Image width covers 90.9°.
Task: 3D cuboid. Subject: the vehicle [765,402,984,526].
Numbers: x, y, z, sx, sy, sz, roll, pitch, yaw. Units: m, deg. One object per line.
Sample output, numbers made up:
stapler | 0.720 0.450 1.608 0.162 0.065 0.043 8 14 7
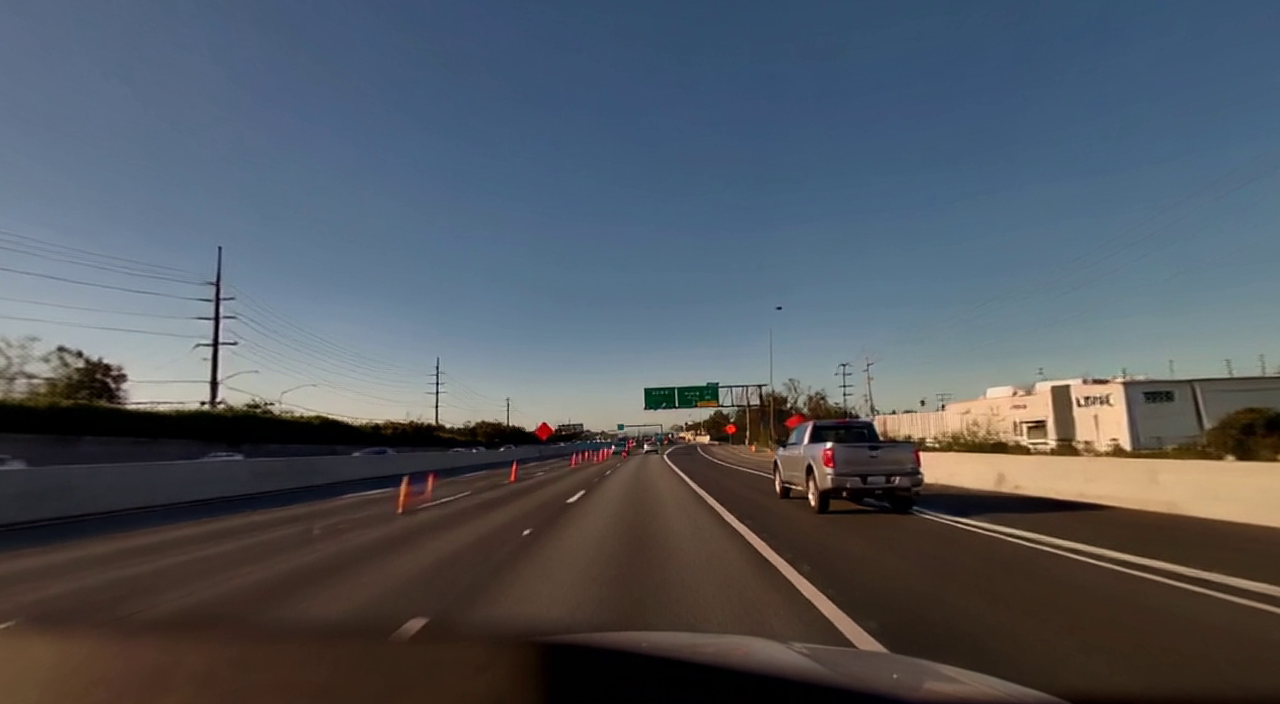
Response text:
vehicle | 4.055 2.073 12.187 2.186 1.840 5.289 0 -8 0

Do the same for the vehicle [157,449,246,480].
vehicle | -30.861 7.893 44.671 2.206 1.957 5.698 0 -8 0
